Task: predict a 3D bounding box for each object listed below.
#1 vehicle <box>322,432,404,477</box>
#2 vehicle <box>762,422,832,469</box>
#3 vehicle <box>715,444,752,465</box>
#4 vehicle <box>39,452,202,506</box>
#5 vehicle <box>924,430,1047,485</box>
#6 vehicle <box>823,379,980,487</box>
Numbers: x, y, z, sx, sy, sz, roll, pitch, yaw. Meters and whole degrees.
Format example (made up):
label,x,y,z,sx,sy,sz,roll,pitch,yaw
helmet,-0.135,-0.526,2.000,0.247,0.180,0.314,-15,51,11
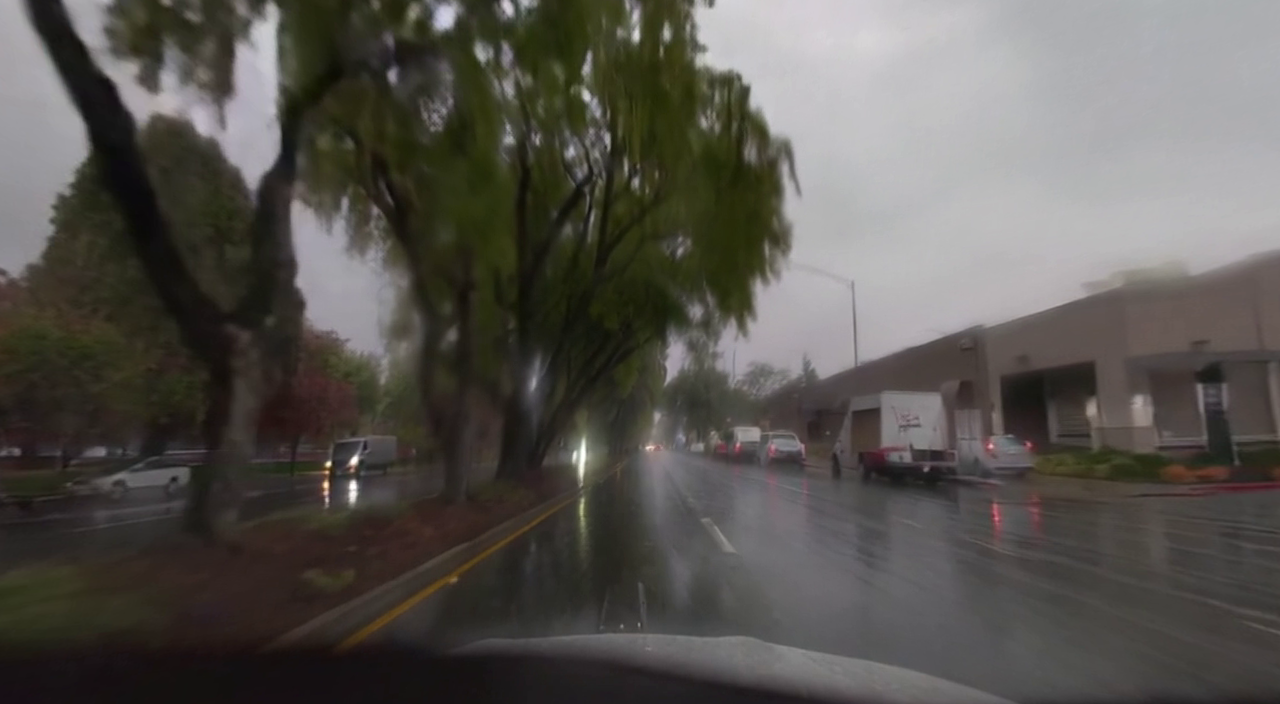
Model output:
label,x,y,z,sx,sy,sz,roll,pitch,yaw
vehicle,-17.071,6.340,39.386,2.253,2.554,6.021,0,-9,1
vehicle,10.459,6.363,42.991,2.964,2.927,6.936,0,-9,0
vehicle,6.676,7.367,45.378,1.972,1.417,4.239,0,-9,0
vehicle,-17.376,4.213,21.488,1.772,1.480,4.499,-1,-8,-1
vehicle,14.403,4.423,26.800,2.203,2.052,5.314,0,-9,0
vehicle,10.428,3.473,26.605,2.879,3.765,8.904,0,-9,1
